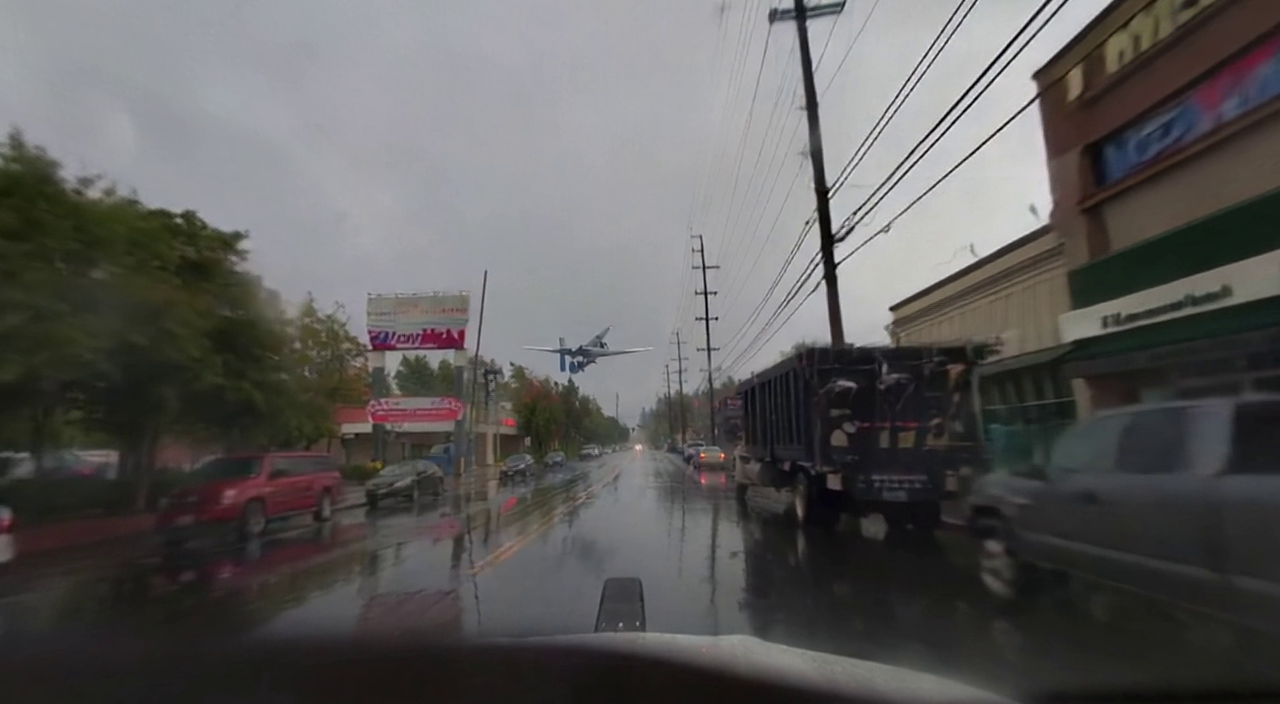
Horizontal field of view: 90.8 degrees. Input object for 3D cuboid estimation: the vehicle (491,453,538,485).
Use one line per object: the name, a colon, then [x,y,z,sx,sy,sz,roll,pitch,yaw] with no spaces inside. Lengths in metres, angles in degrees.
vehicle: [-7.241,6.761,36.798,1.787,1.543,4.052,-4,-8,1]

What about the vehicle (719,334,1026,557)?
vehicle: [3.998,1.879,13.748,3.011,3.127,8.608,-4,-7,-2]

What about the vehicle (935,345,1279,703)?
vehicle: [3.766,0.949,3.270,2.097,1.784,4.915,-1,-8,0]

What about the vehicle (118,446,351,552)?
vehicle: [-7.699,2.754,12.612,1.882,1.639,4.187,-3,-8,0]

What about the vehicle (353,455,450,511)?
vehicle: [-7.623,4.182,20.564,1.678,1.468,3.706,-4,-9,1]

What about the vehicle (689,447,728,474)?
vehicle: [4.262,6.792,39.798,1.990,1.521,4.693,-1,-8,1]
